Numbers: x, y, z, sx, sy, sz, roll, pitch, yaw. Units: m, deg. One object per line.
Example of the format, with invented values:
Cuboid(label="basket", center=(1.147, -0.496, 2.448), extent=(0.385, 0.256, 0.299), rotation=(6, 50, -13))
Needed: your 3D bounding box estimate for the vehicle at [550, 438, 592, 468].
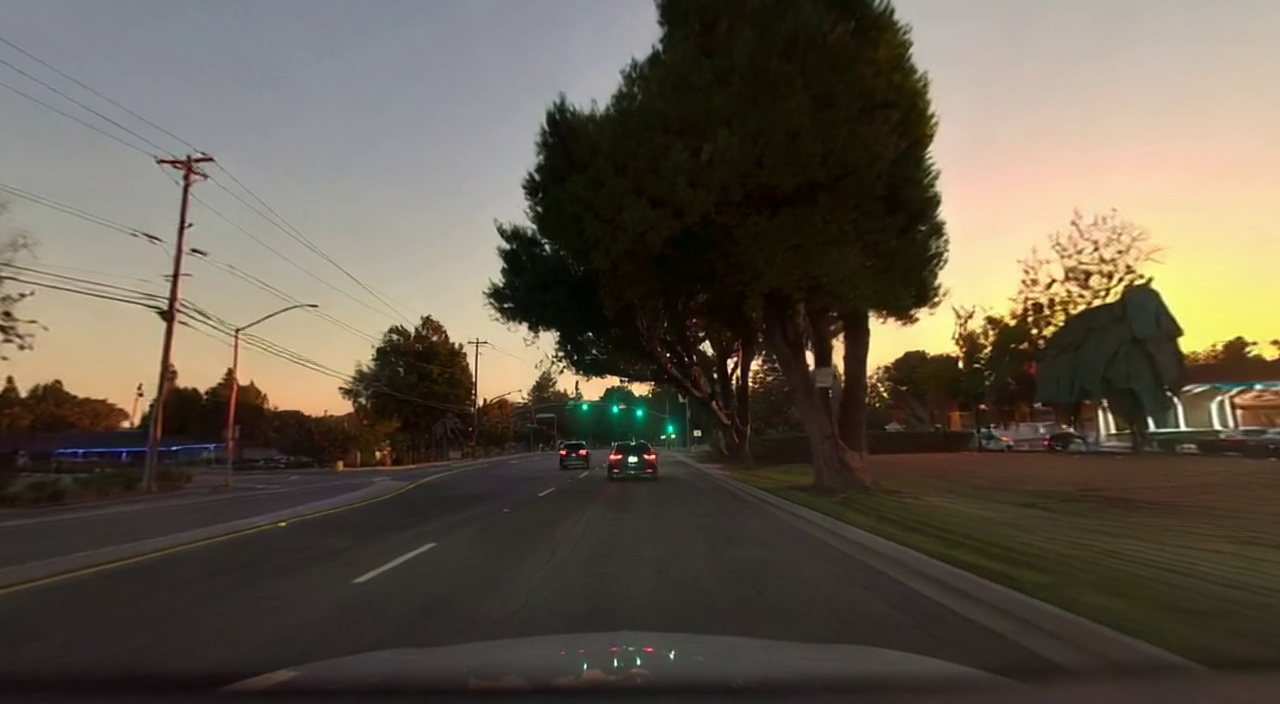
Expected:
Cuboid(label="vehicle", center=(-4.275, 6.330, 39.714), extent=(2.189, 1.776, 4.342), rotation=(0, -9, 0))

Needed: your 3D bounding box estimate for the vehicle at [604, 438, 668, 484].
Cuboid(label="vehicle", center=(-0.128, 4.210, 24.668), extent=(2.235, 1.597, 4.918), rotation=(0, -9, 0))
